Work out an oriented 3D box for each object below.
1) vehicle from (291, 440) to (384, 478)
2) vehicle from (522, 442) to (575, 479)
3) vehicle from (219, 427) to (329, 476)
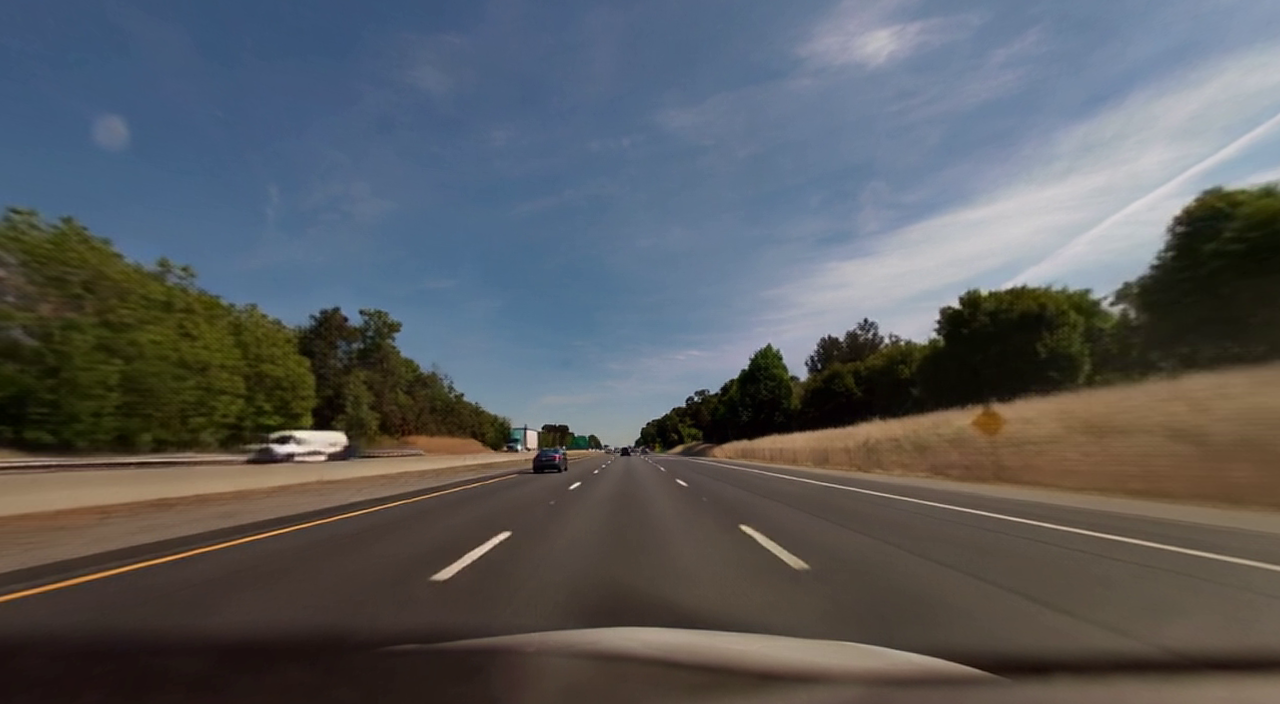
[{"bbox_3d":[-13.039,4.637,27.444,1.891,1.500,4.396,0,-9,-1],"label":"vehicle"},{"bbox_3d":[-4.582,5.506,32.112,2.111,1.717,4.426,0,-9,-1],"label":"vehicle"},{"bbox_3d":[-17.456,4.795,30.399,2.207,2.103,5.189,0,-9,-1],"label":"vehicle"}]
